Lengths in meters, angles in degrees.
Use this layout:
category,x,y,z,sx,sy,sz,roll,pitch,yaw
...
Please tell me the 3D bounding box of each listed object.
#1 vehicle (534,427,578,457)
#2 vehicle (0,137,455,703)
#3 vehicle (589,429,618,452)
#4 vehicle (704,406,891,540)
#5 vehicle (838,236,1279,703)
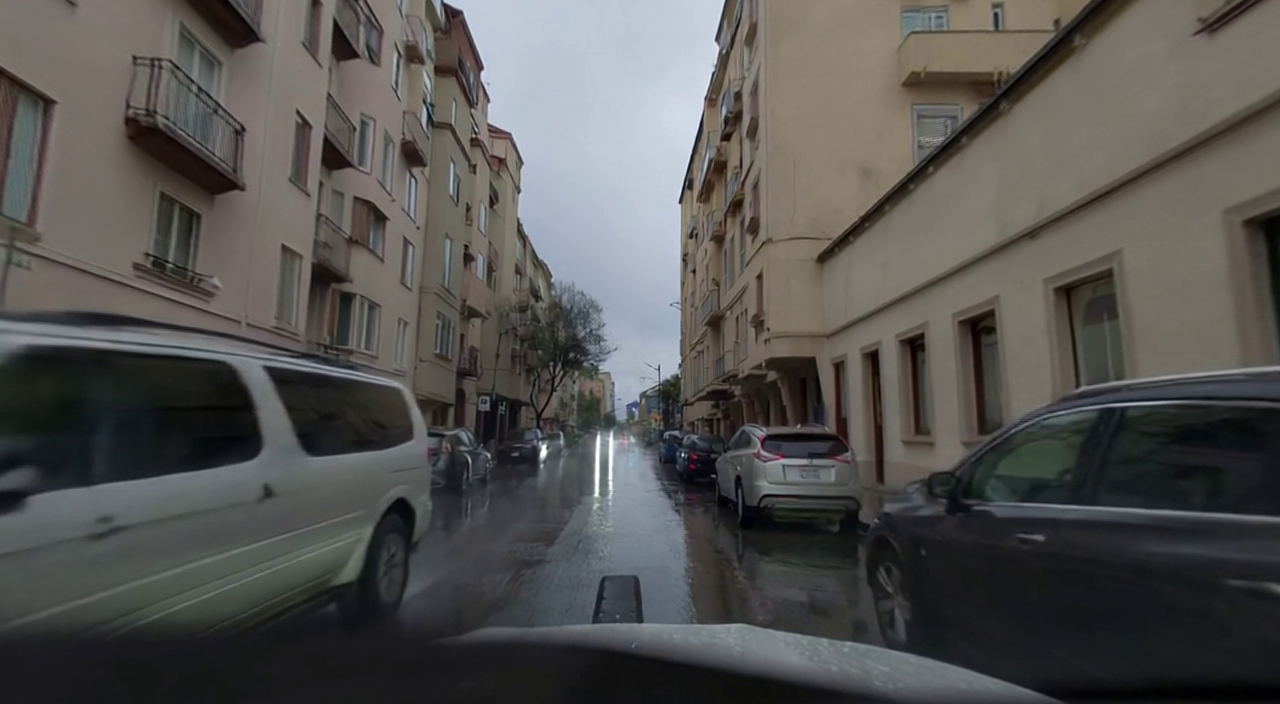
category,x,y,z,sx,sy,sz,roll,pitch,yaw
vehicle,-4.769,5.224,36.285,1.872,1.484,3.978,5,-9,1
vehicle,-2.850,0.619,2.912,2.195,2.103,5.420,0,-8,1
vehicle,-2.530,6.250,44.444,1.845,1.544,3.388,0,-8,-1
vehicle,2.203,1.799,9.996,1.839,1.678,3.918,0,-8,-2
vehicle,2.249,0.739,2.066,1.897,1.717,4.028,0,-8,0
